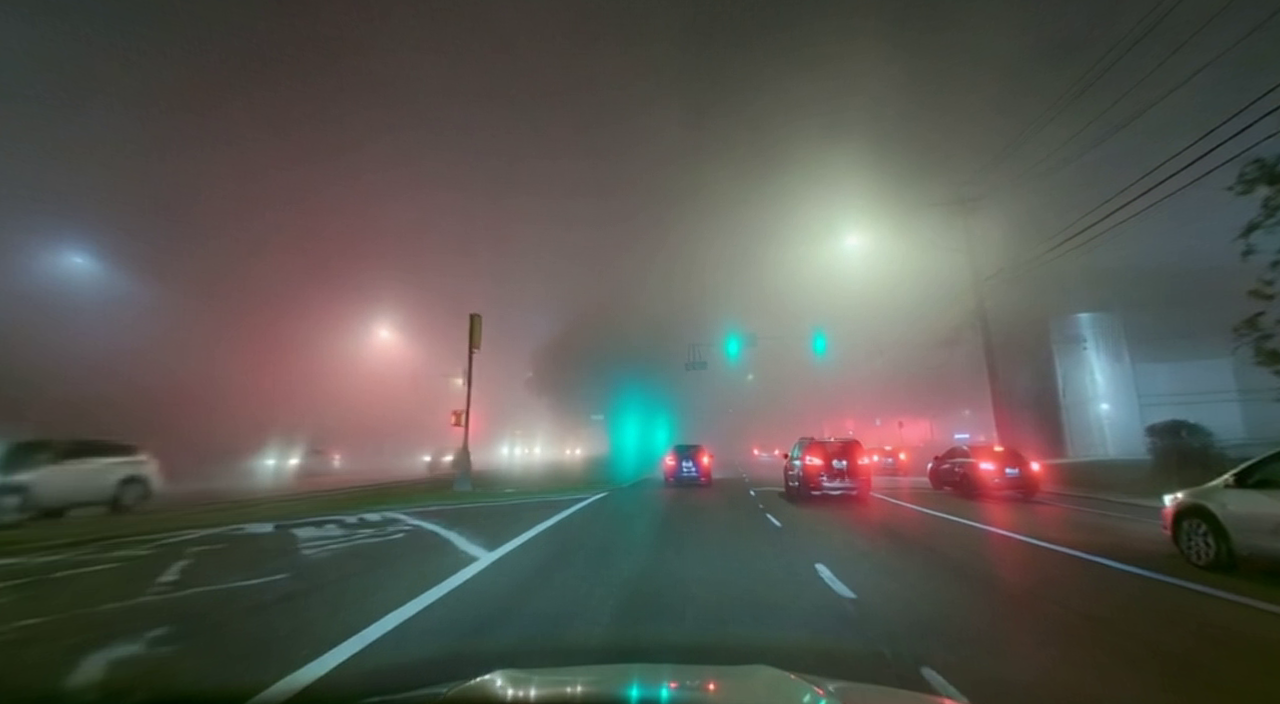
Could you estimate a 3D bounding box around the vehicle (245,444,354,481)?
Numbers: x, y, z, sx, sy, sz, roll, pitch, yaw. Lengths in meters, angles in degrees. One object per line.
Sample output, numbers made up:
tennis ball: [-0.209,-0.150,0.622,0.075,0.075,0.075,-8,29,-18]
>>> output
vehicle: [-15.035,4.877,28.216,1.905,1.469,4.825,-1,-8,5]

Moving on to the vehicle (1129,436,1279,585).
vehicle: [7.283,1.522,5.902,1.866,1.471,4.478,0,-8,1]

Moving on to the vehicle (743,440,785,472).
vehicle: [6.641,5.594,34.131,1.896,1.612,4.203,-1,-8,7]

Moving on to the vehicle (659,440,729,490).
vehicle: [1.916,3.816,21.735,2.168,1.527,4.174,-1,-8,7]

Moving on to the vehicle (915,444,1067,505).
vehicle: [9.538,3.309,17.642,1.882,1.463,4.543,-1,-8,4]

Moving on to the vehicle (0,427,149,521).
vehicle: [-12.773,2.377,12.490,2.057,1.705,4.754,-1,-8,3]

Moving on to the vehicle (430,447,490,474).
vehicle: [-10.172,6.148,35.970,1.779,1.388,4.210,-1,-8,7]

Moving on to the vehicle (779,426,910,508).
vehicle: [5.132,2.929,16.603,2.119,1.810,4.848,-1,-8,4]
